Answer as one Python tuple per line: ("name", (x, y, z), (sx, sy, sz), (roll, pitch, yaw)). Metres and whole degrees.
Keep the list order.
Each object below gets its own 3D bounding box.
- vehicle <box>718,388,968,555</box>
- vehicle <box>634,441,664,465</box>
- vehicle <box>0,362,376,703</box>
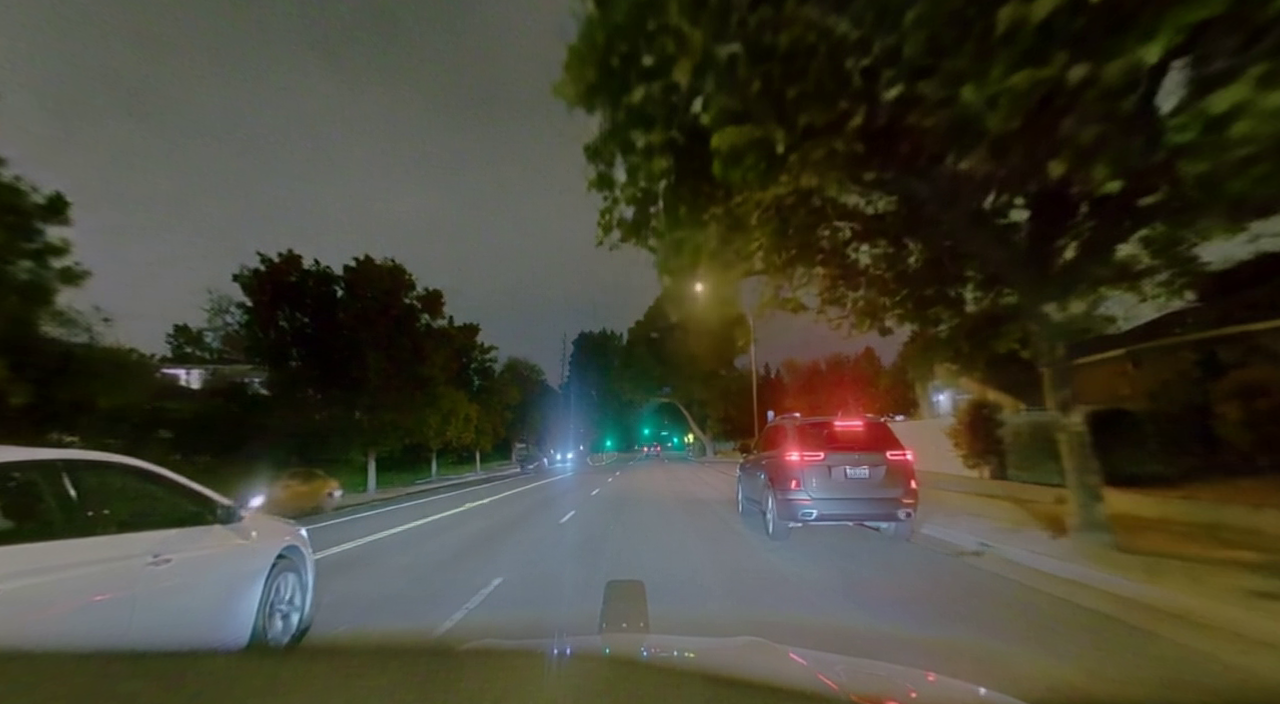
("vehicle", (2.881, 1.898, 10.727), (2.338, 2.063, 5.592), (0, -8, 0))
("vehicle", (0.682, 7.760, 48.503), (2.138, 1.729, 4.178), (-1, -8, 1))
("vehicle", (-3.195, 0.968, 2.747), (2.058, 1.659, 4.514), (-1, -8, 1))
